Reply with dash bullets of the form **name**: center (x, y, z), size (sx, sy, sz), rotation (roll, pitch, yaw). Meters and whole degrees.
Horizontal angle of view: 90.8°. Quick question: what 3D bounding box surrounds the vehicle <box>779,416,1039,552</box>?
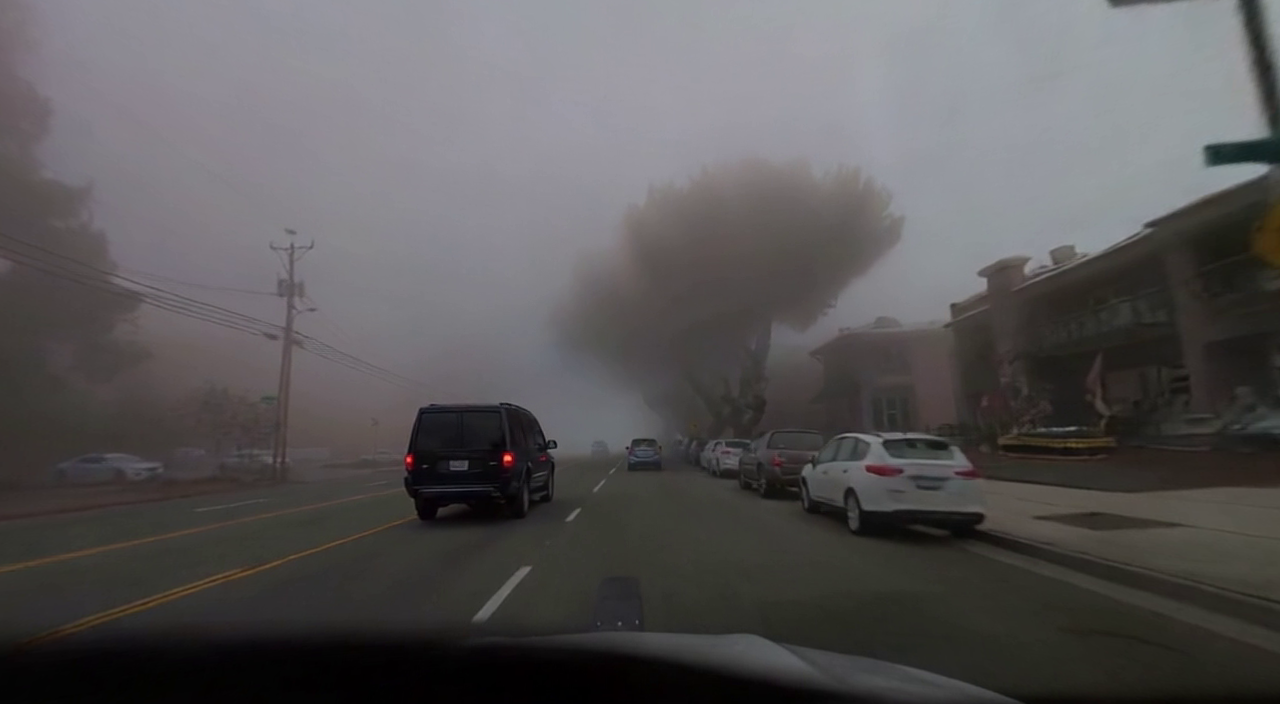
- **vehicle**: center (3.825, 1.964, 10.174), size (1.947, 1.646, 4.782), rotation (0, -8, -2)

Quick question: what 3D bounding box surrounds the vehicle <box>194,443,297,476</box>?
- **vehicle**: center (-23.977, 6.519, 38.517), size (4.791, 1.928, 2.144), rotation (0, -8, 0)

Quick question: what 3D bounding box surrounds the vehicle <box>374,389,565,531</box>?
- **vehicle**: center (-2.876, 2.003, 12.155), size (2.213, 2.123, 5.124), rotation (0, -8, 0)

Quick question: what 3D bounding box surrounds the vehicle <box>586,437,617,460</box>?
- **vehicle**: center (-2.913, 7.330, 48.053), size (2.028, 1.689, 4.162), rotation (0, -8, 1)

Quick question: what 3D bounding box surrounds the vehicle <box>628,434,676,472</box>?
- **vehicle**: center (0.524, 4.818, 30.309), size (2.126, 1.657, 4.132), rotation (0, -8, -1)

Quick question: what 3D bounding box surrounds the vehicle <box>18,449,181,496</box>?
- **vehicle**: center (-23.047, 5.117, 27.097), size (5.075, 1.581, 2.063), rotation (-3, -8, -2)
